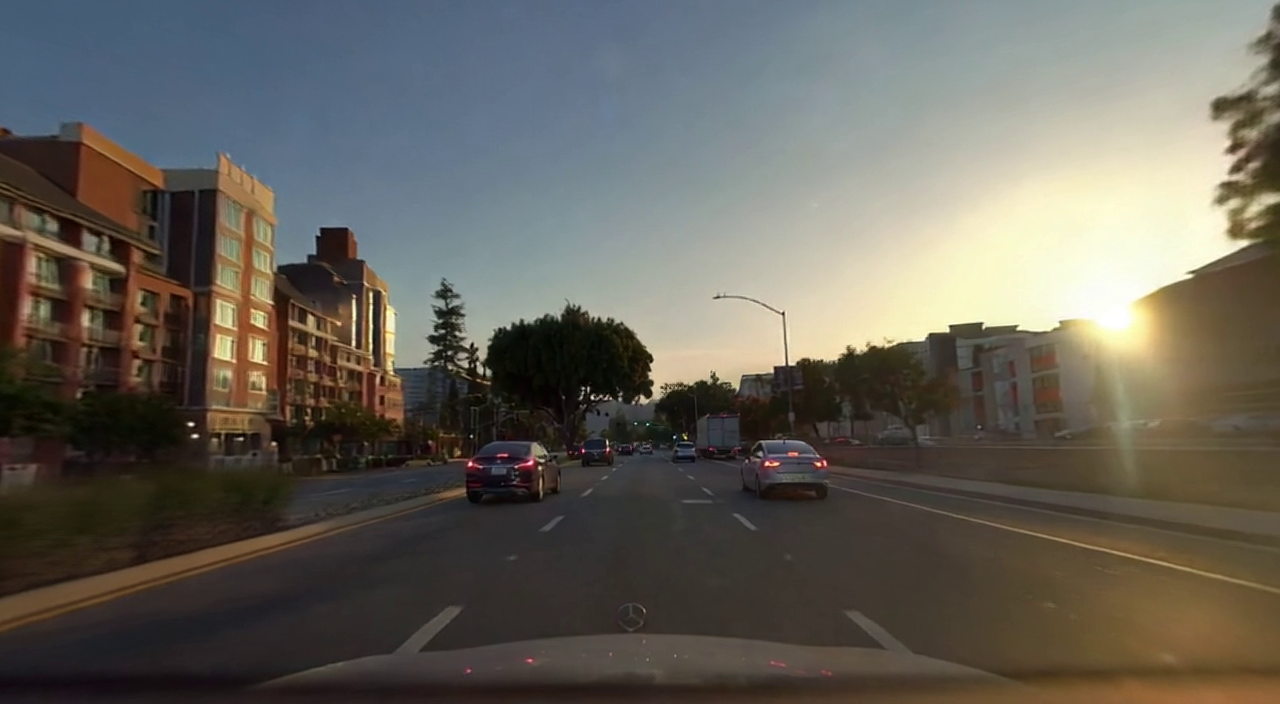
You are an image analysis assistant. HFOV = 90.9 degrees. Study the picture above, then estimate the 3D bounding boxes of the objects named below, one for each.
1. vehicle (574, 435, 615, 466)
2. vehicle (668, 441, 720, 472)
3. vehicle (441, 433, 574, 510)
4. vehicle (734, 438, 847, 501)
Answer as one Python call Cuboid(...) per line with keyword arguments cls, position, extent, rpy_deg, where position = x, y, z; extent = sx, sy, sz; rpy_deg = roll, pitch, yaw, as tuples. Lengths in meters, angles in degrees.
Cuboid(cls="vehicle", position=(-2.694, 6.029, 38.662), extent=(2.137, 1.796, 4.304), rpy_deg=(0, -8, 1))
Cuboid(cls="vehicle", position=(2.706, 5.376, 32.730), extent=(2.020, 1.461, 4.326), rpy_deg=(1, -8, -5))
Cuboid(cls="vehicle", position=(-2.855, 2.684, 14.693), extent=(2.003, 1.509, 4.396), rpy_deg=(0, -8, 2))
Cuboid(cls="vehicle", position=(3.831, 3.059, 16.832), extent=(1.972, 1.452, 4.189), rpy_deg=(0, -8, 0))
